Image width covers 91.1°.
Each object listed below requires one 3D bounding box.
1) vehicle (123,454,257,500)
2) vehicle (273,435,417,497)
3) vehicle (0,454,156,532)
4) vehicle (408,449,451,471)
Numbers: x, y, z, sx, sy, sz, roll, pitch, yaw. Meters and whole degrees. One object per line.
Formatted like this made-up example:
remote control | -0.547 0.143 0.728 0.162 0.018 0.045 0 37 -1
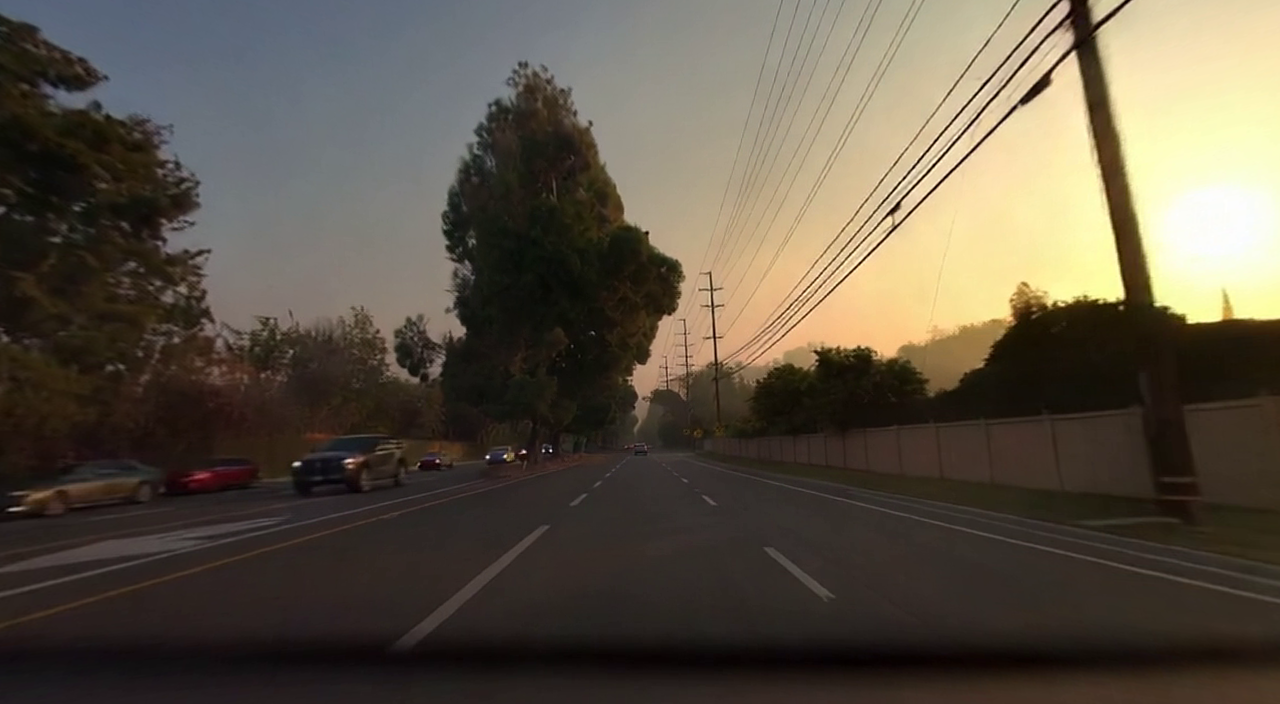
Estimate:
vehicle | -16.999 4.698 24.041 1.897 1.505 4.350 0 -8 0
vehicle | -9.956 3.869 21.912 2.249 1.866 5.664 0 -8 0
vehicle | -13.550 3.068 14.070 1.821 1.453 4.459 0 -8 0
vehicle | -16.614 8.498 49.733 1.840 1.621 4.235 1 -8 2
